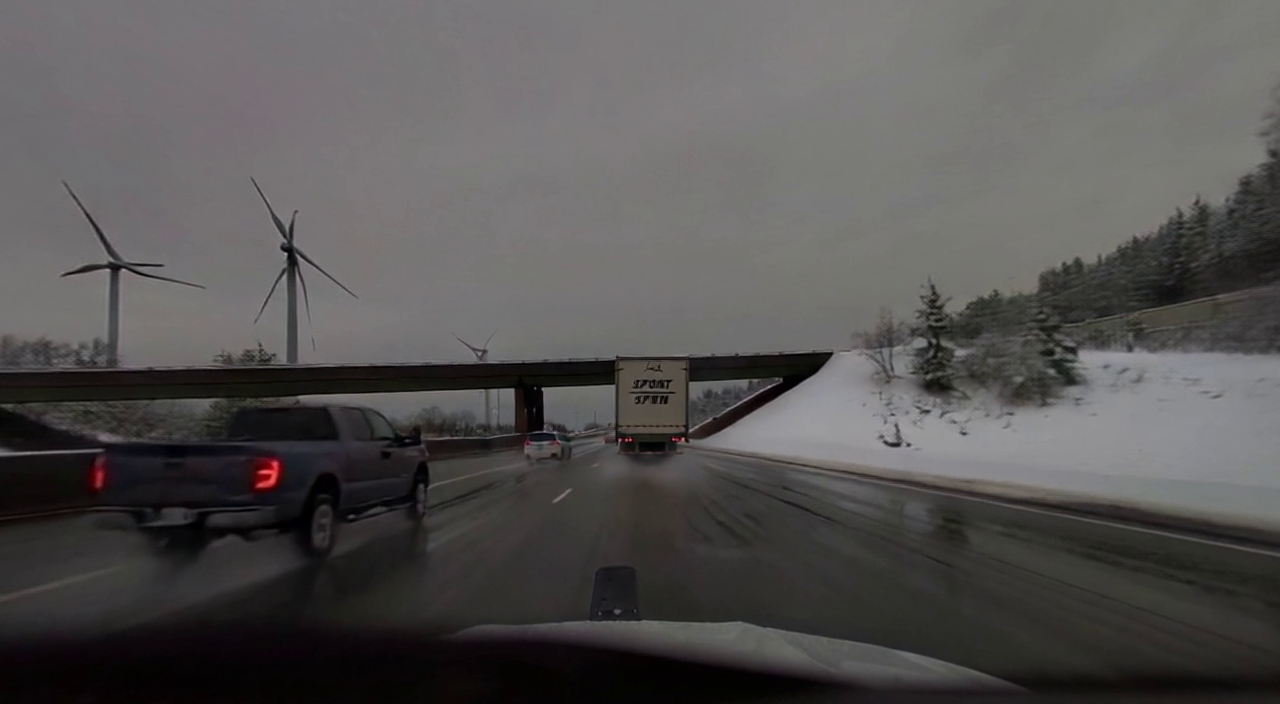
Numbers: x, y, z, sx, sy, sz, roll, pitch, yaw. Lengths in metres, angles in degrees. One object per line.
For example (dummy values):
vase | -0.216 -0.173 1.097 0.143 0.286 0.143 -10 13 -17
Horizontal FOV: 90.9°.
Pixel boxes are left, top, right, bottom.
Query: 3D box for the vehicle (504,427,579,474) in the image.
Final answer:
vehicle | -3.807 3.893 25.258 2.167 1.686 4.946 0 -8 1

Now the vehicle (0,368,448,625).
vehicle | -3.938 1.319 6.812 2.283 1.814 4.568 0 -8 0

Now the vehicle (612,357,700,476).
vehicle | 0.508 2.991 27.516 2.906 3.990 12.551 0 -8 0
